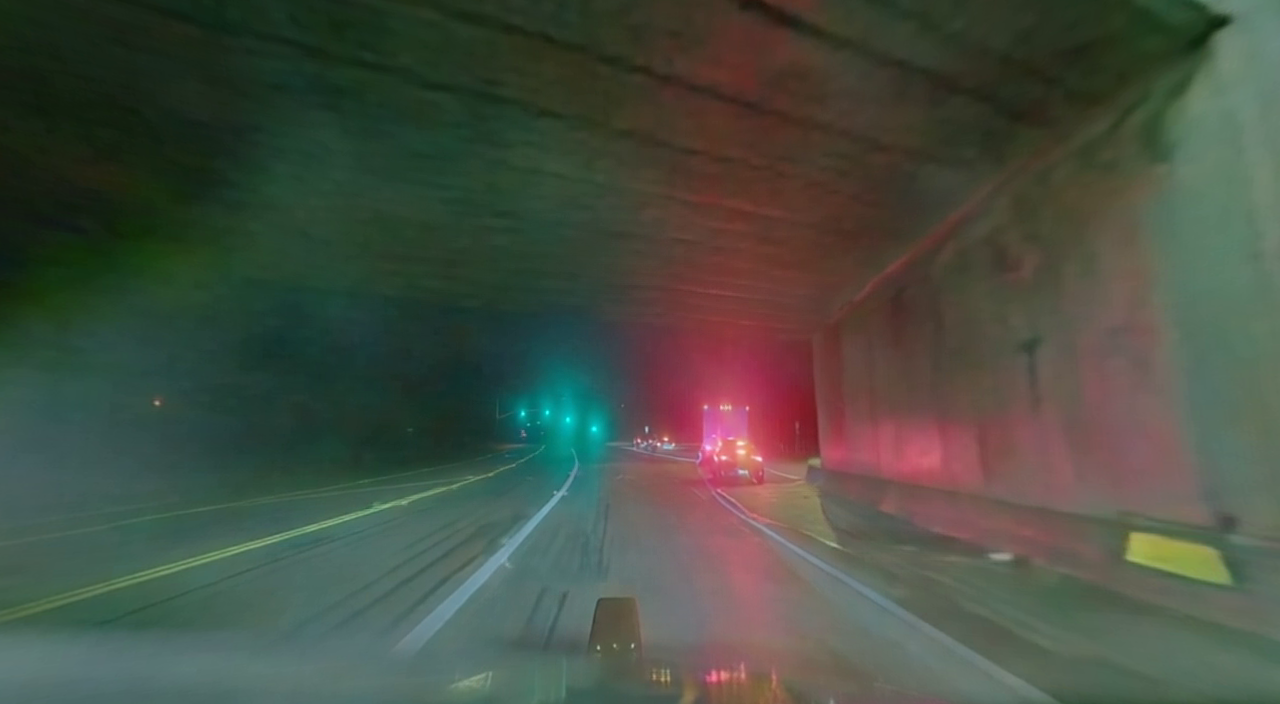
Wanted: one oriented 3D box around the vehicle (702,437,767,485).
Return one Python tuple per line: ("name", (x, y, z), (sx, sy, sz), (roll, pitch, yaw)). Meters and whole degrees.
("vehicle", (3.153, 3.689, 21.712), (1.947, 1.475, 3.962), (-1, -8, 5))
